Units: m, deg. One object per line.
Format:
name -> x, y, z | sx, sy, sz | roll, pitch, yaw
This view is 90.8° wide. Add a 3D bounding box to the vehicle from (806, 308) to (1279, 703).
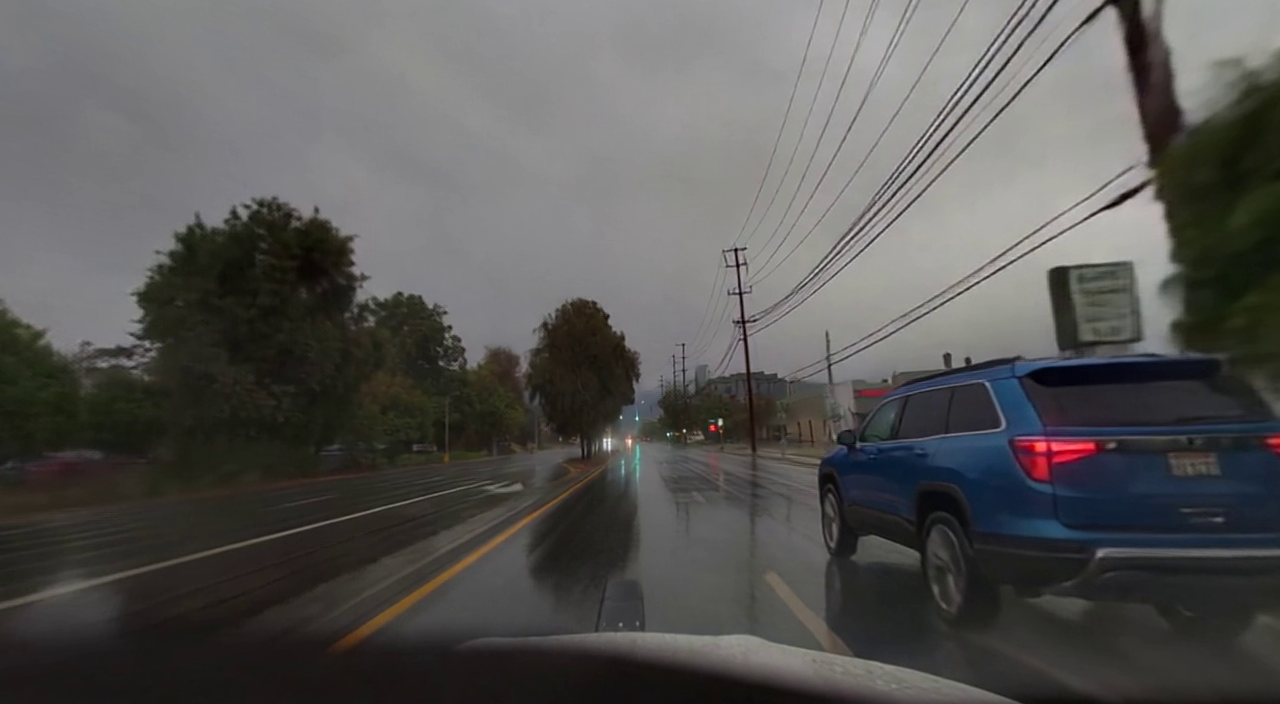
vehicle -> 3.008, 1.049, 4.961 | 2.060, 1.820, 4.713 | 0, -8, -1
